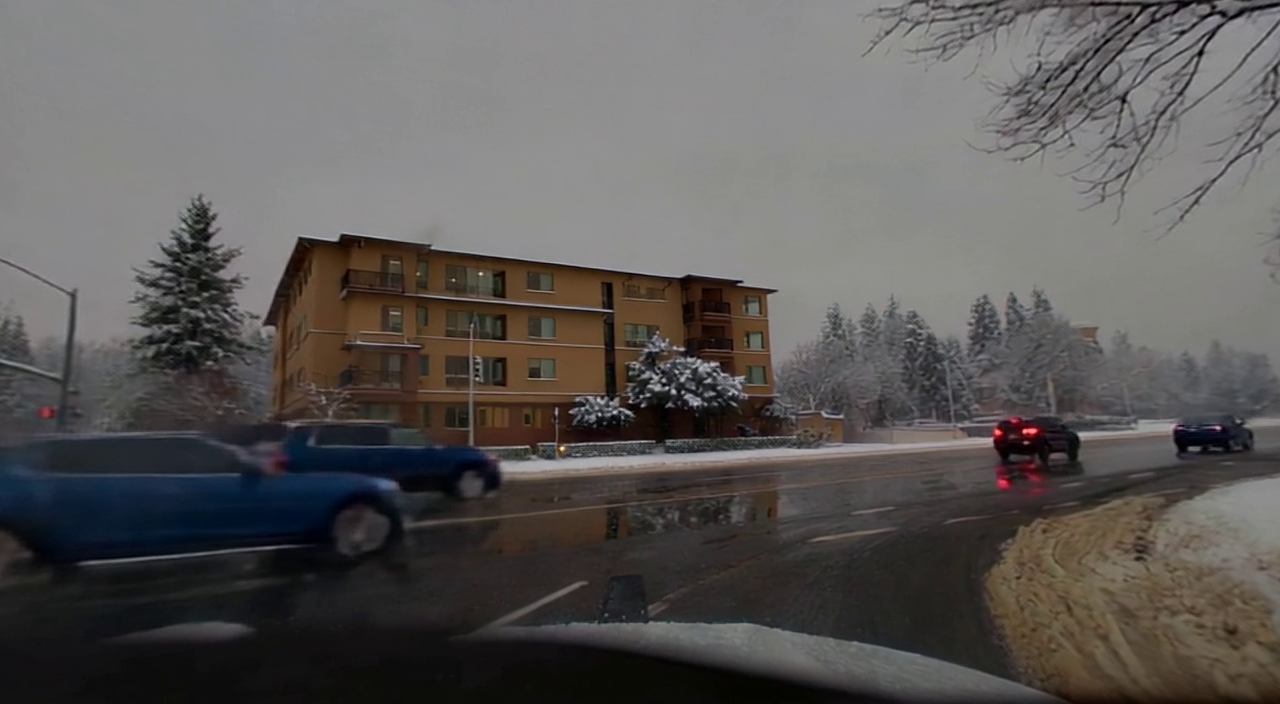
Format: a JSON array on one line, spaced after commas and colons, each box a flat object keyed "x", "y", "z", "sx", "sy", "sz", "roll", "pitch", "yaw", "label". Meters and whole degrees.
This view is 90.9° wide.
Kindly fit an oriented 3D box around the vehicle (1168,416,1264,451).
[{"x": 25.687, "y": 3.669, "z": 28.077, "sx": 4.521, "sy": 1.433, "sz": 1.943, "roll": 5, "pitch": -10, "yaw": -33, "label": "vehicle"}]

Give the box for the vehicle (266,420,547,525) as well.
[{"x": -4.339, "y": 2.175, "z": 12.128, "sx": 4.734, "sy": 1.633, "sz": 1.829, "roll": 4, "pitch": -9, "yaw": -34, "label": "vehicle"}]

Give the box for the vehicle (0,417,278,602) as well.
[{"x": -6.373, "y": 1.513, "z": 6.432, "sx": 4.438, "sy": 1.625, "sz": 2.033, "roll": 5, "pitch": -10, "yaw": -33, "label": "vehicle"}]

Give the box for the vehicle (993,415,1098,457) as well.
[{"x": 17.667, "y": 3.672, "z": 27.409, "sx": 4.683, "sy": 1.678, "sz": 1.981, "roll": 5, "pitch": -10, "yaw": -33, "label": "vehicle"}]
